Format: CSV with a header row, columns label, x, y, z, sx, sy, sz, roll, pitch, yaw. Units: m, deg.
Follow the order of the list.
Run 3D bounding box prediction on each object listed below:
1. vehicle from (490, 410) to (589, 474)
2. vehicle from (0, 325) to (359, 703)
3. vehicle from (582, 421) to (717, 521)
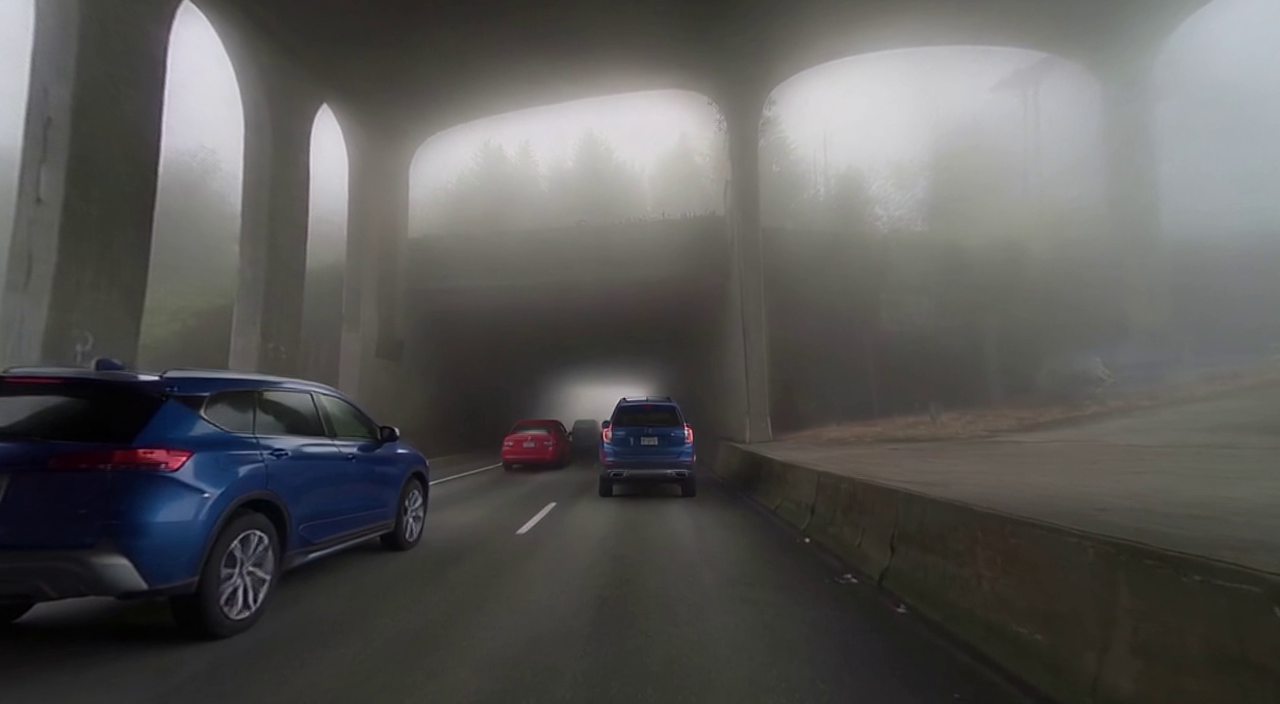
label,x,y,z,sx,sy,sz,roll,pitch,yaw
vehicle,-3.348,3.208,22.465,2.329,1.948,5.800,-1,-8,3
vehicle,-3.560,0.896,3.286,2.017,1.761,4.572,0,-8,1
vehicle,0.139,2.088,11.548,2.020,1.478,4.092,0,-8,0
